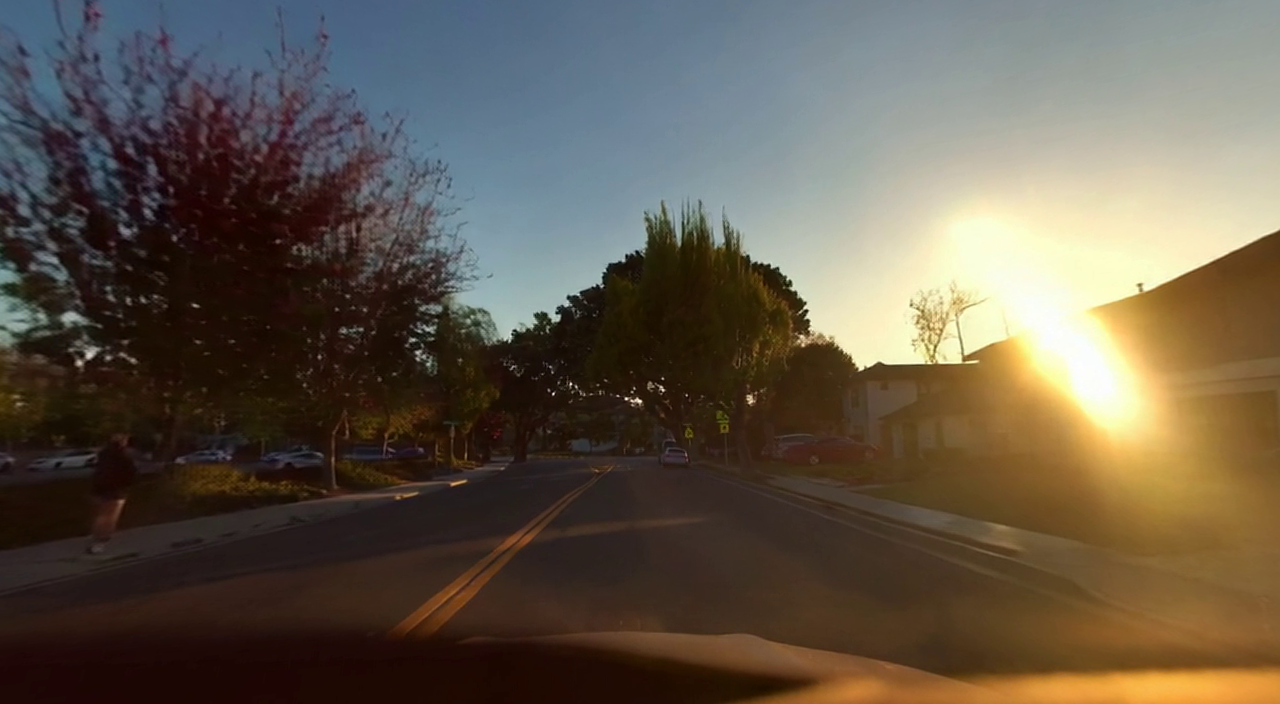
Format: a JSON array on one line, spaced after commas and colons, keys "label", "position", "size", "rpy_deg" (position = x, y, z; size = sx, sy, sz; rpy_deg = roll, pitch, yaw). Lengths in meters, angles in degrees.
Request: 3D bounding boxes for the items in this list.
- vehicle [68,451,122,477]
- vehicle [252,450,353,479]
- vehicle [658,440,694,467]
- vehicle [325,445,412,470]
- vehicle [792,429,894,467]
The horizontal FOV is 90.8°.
[{"label": "vehicle", "position": [-36.545, 7.476, 42.345], "size": [4.177, 1.621, 1.965], "rpy_deg": [-7, -11, 40]}, {"label": "vehicle", "position": [-19.326, 6.404, 36.324], "size": [4.691, 1.483, 1.955], "rpy_deg": [8, -12, -44]}, {"label": "vehicle", "position": [2.677, 7.685, 48.105], "size": [2.221, 1.892, 5.555], "rpy_deg": [0, -9, -2]}, {"label": "vehicle", "position": [-19.963, 7.736, 46.648], "size": [2.059, 1.746, 5.388], "rpy_deg": [-8, -12, 42]}, {"label": "vehicle", "position": [10.917, 5.192, 34.172], "size": [4.750, 1.658, 1.902], "rpy_deg": [-4, -9, 0]}]
